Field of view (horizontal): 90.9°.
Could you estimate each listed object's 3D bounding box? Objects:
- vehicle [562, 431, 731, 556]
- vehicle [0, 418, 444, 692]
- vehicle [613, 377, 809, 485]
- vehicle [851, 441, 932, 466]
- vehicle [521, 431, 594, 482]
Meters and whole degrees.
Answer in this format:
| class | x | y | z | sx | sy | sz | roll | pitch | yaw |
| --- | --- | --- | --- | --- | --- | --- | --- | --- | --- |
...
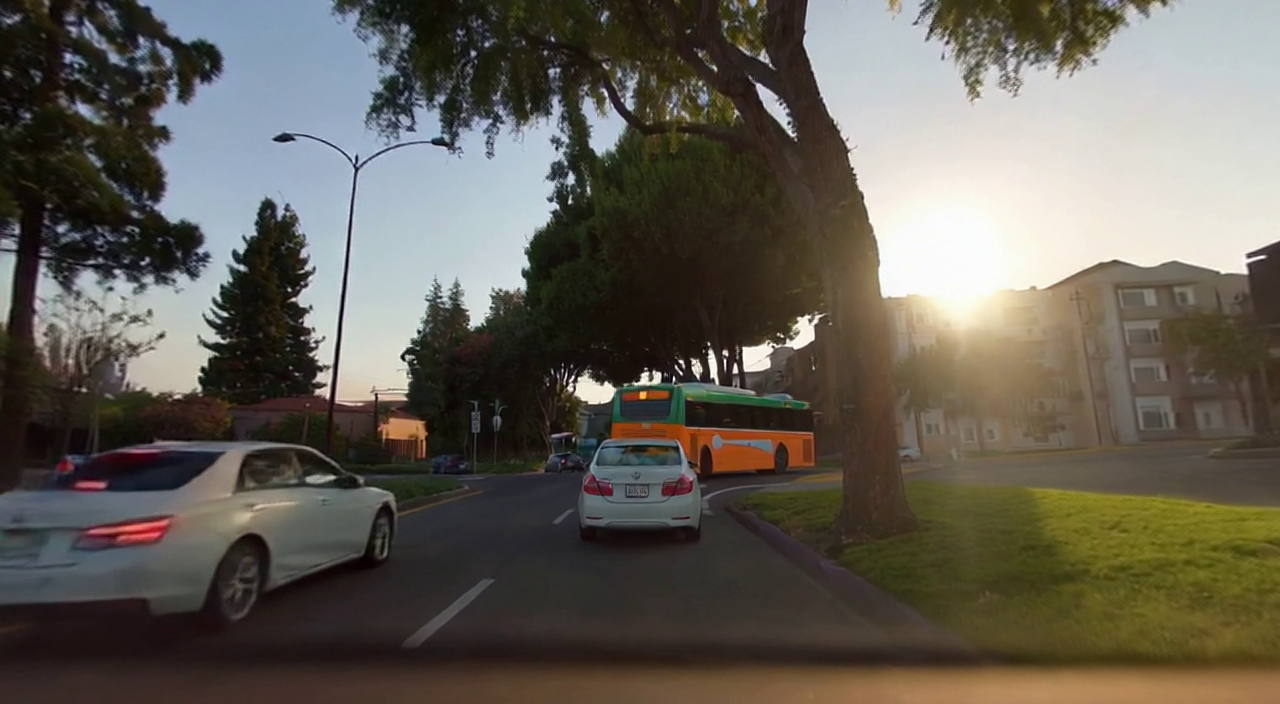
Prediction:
| class | x | y | z | sx | sy | sz | roll | pitch | yaw |
| --- | --- | --- | --- | --- | --- | --- | --- | --- | --- |
| vehicle | 0.098 | 1.996 | 9.563 | 2.020 | 1.478 | 3.922 | 0 | -8 | 1 |
| vehicle | -3.601 | 1.458 | 5.808 | 1.953 | 1.480 | 4.522 | -1 | -8 | 3 |
| vehicle | 3.196 | 3.117 | 24.267 | 2.948 | 3.303 | 9.977 | -6 | -10 | 35 |
| vehicle | 15.675 | 6.332 | 39.366 | 4.422 | 1.457 | 1.882 | -6 | -10 | 29 |
| vehicle | -3.044 | 3.982 | 24.261 | 2.017 | 1.761 | 4.572 | -1 | -8 | 2 |
